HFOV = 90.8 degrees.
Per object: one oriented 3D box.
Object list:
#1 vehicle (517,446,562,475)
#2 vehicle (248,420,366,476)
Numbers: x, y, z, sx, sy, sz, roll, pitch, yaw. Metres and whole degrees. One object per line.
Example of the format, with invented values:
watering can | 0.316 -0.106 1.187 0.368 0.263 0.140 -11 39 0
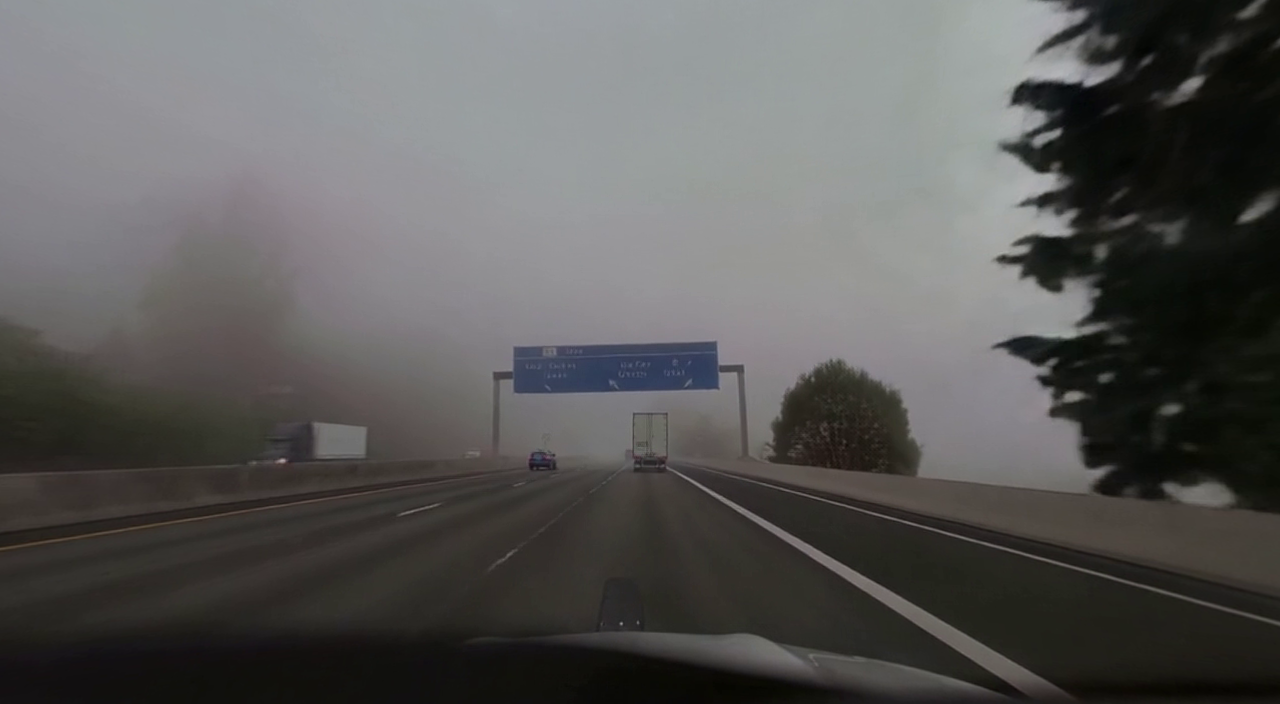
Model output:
vehicle | -6.514 7.089 41.292 2.119 1.754 4.404 0 -9 1
vehicle | -23.807 7.024 45.970 3.032 3.588 10.037 0 -9 0
